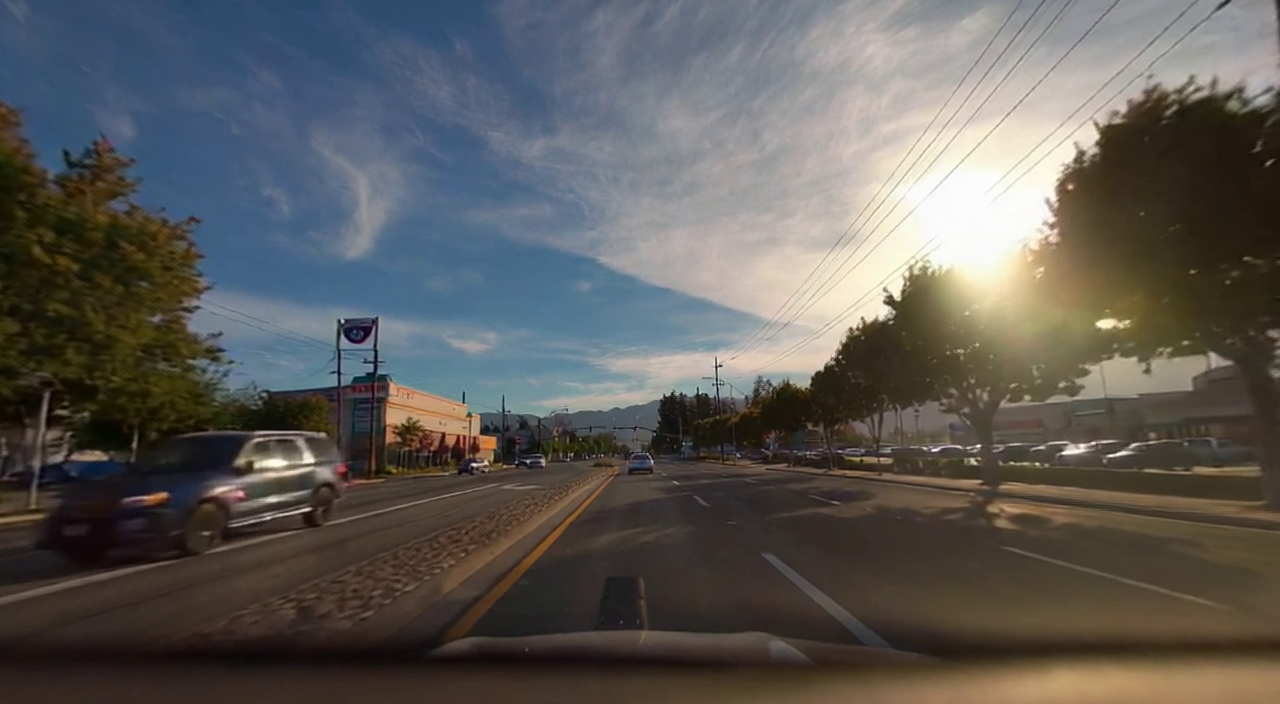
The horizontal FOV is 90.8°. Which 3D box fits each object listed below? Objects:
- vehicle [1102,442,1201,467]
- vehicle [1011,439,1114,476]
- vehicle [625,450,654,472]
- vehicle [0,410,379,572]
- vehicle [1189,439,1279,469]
[{"bbox_3d":[32.215,6.480,39.895,4.458,1.529,1.937,0,-9,1],"label":"vehicle"},{"bbox_3d":[20.987,5.208,31.362,4.558,1.657,2.149,4,-10,-27],"label":"vehicle"},{"bbox_3d":[-0.052,8.140,47.292,2.065,1.521,4.306,0,-9,-1],"label":"vehicle"},{"bbox_3d":[-7.756,2.407,12.097,2.575,2.178,6.917,0,-9,0],"label":"vehicle"},{"bbox_3d":[33.464,5.632,34.973,4.324,1.592,1.877,0,-9,-2],"label":"vehicle"}]
